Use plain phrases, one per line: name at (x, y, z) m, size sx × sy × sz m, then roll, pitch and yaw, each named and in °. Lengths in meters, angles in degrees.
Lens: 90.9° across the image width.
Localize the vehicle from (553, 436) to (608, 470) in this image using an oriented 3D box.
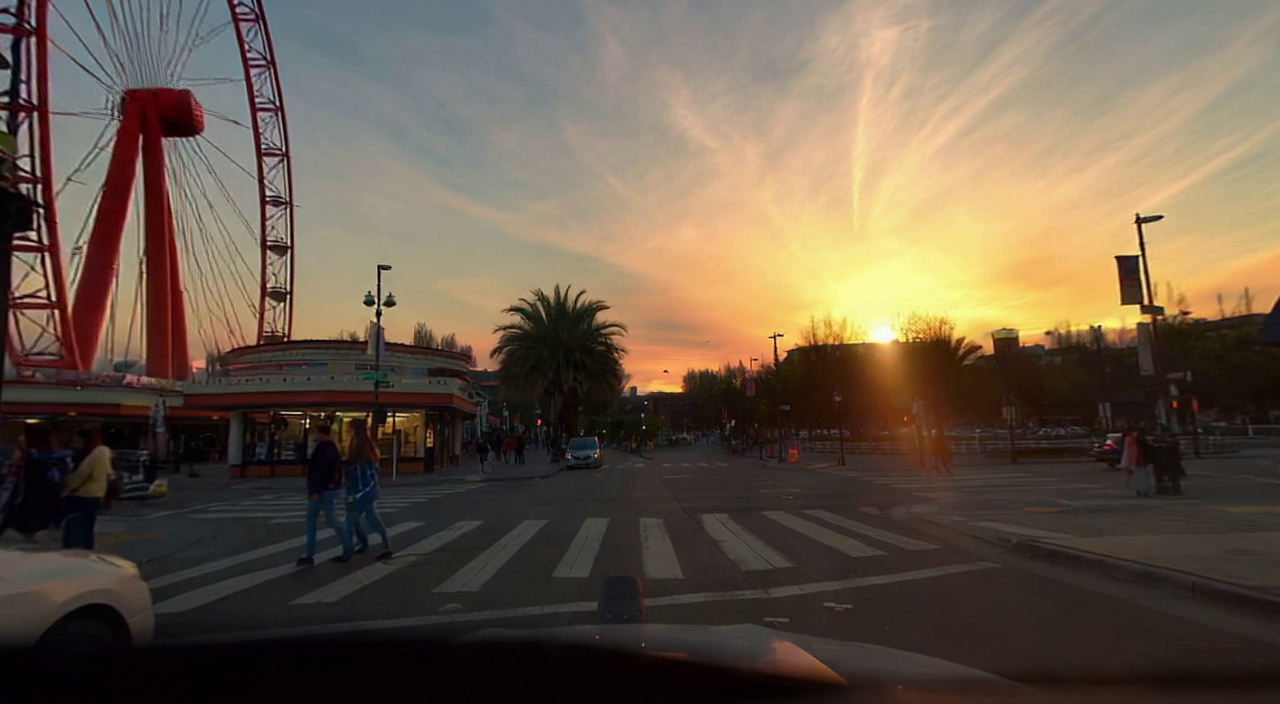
vehicle at (-3.915, 6.403, 40.247) m, size 2.549 × 2.000 × 5.699 m, roll 2°, pitch -9°, yaw -15°

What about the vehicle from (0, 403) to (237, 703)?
vehicle at (-3.374, 0.785, 1.193) m, size 1.940 × 1.505 × 4.676 m, roll -1°, pitch -9°, yaw 3°
